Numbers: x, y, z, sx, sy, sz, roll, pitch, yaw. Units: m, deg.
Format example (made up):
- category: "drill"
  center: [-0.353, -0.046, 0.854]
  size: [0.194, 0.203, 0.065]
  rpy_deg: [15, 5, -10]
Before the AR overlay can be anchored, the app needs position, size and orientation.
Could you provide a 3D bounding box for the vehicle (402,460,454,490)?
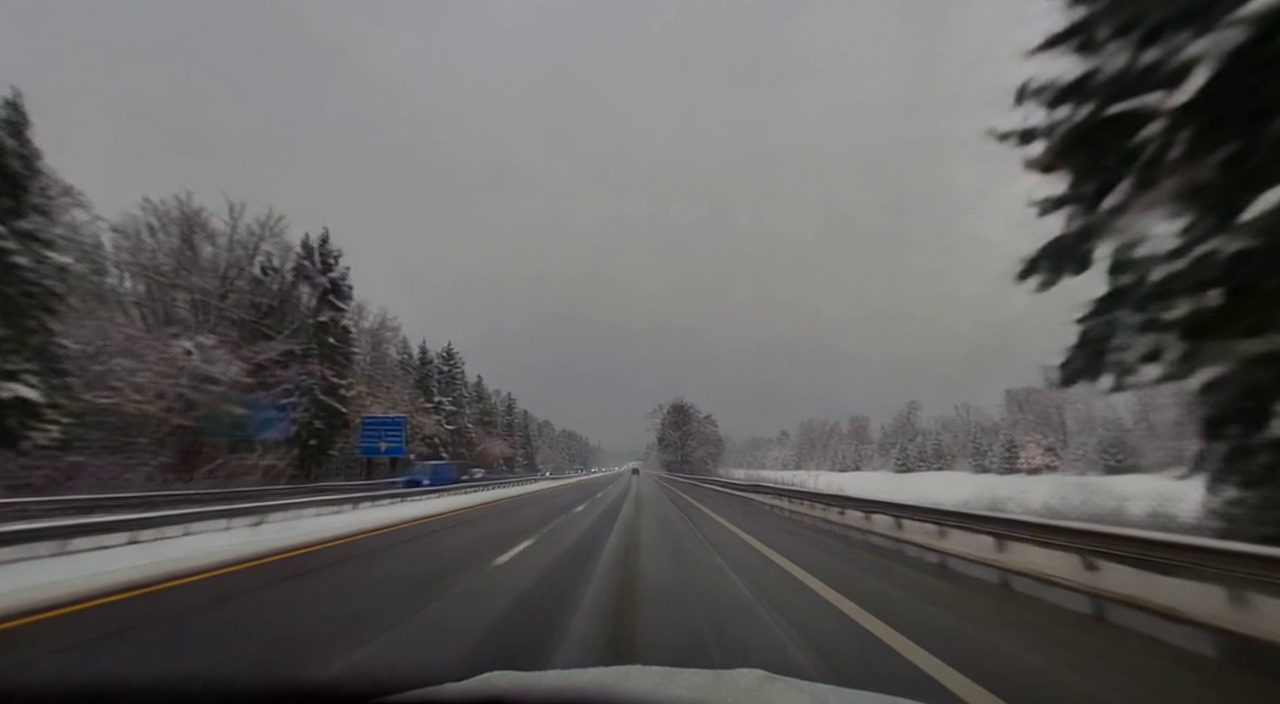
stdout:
- category: "vehicle"
  center: [-13.502, 7.850, 40.367]
  size: [1.869, 1.724, 4.230]
  rpy_deg: [1, -10, 0]
